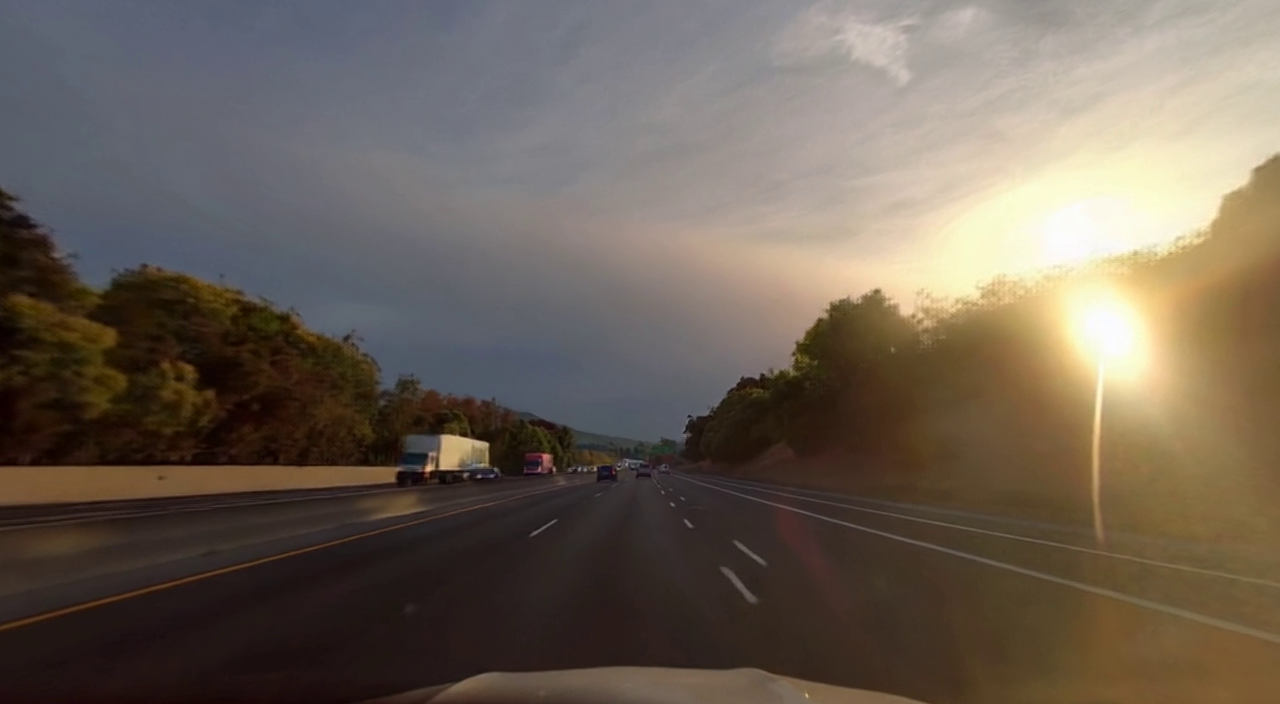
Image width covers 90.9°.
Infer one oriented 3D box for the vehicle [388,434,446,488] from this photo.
[{"bbox_3d":[-16.817,8.264,47.771,2.964,3.880,3.101,1,-11,2],"label":"vehicle"}]
